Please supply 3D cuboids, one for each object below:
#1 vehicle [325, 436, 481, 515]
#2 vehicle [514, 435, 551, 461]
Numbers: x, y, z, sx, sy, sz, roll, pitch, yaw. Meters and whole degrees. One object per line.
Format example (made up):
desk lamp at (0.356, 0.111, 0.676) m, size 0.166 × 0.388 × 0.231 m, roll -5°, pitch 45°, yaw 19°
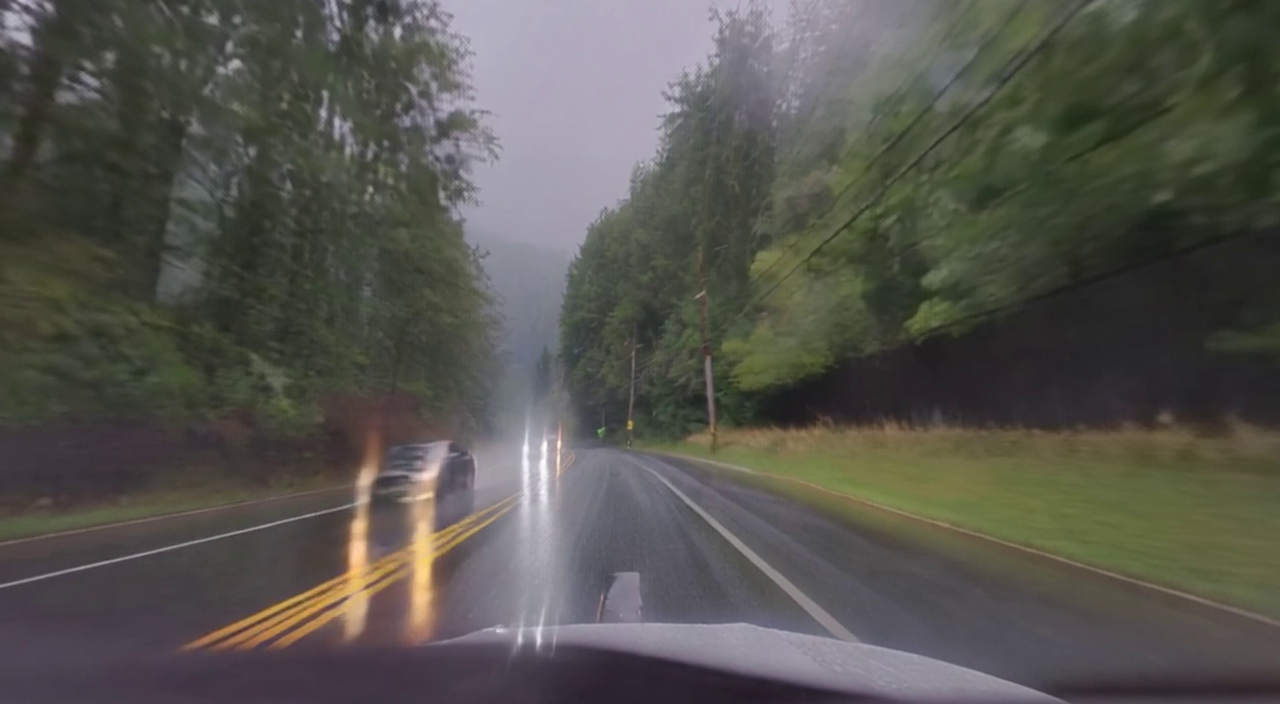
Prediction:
vehicle at (-5.150, 2.707, 14.438) m, size 1.950 × 1.522 × 4.180 m, roll 0°, pitch -8°, yaw -1°
vehicle at (-7.435, 6.672, 44.069) m, size 2.143 × 1.694 × 4.326 m, roll 0°, pitch -8°, yaw -4°
